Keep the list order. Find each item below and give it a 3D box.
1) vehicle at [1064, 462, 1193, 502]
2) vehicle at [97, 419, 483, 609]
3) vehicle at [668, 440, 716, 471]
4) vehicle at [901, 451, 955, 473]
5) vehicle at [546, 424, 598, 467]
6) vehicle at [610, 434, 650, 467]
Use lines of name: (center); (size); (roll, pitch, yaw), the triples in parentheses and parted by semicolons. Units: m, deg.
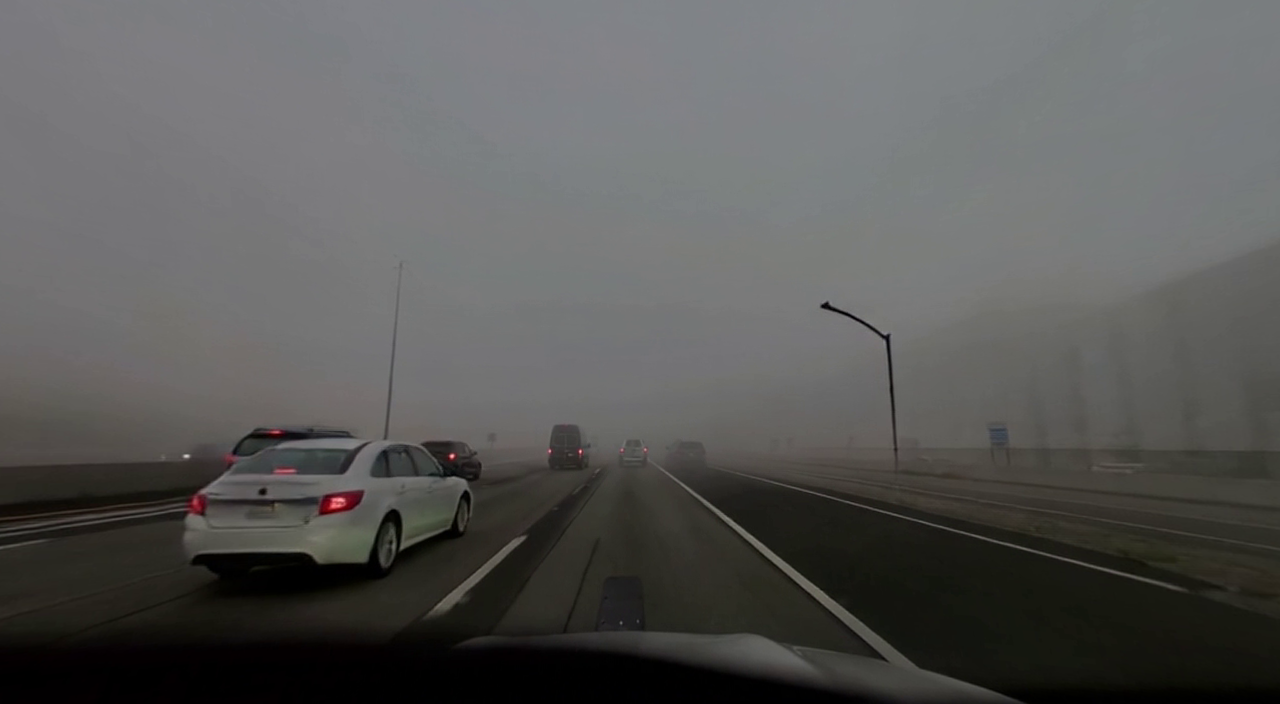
vehicle: (20.886, 5.539, 27.228); (1.896, 1.474, 4.502); (0, -9, -1)
vehicle: (-3.343, 1.619, 7.202); (1.963, 1.507, 4.172); (0, -9, 1)
vehicle: (2.740, 5.601, 34.268); (2.127, 1.513, 4.501); (0, -9, -1)
vehicle: (20.649, 7.884, 45.319); (1.789, 1.531, 3.983); (1, -9, -3)
vehicle: (-3.872, 5.522, 37.028); (2.504, 2.276, 5.933); (0, -9, -1)
vehicle: (-0.560, 5.709, 36.503); (2.207, 1.807, 4.199); (0, -9, -1)
